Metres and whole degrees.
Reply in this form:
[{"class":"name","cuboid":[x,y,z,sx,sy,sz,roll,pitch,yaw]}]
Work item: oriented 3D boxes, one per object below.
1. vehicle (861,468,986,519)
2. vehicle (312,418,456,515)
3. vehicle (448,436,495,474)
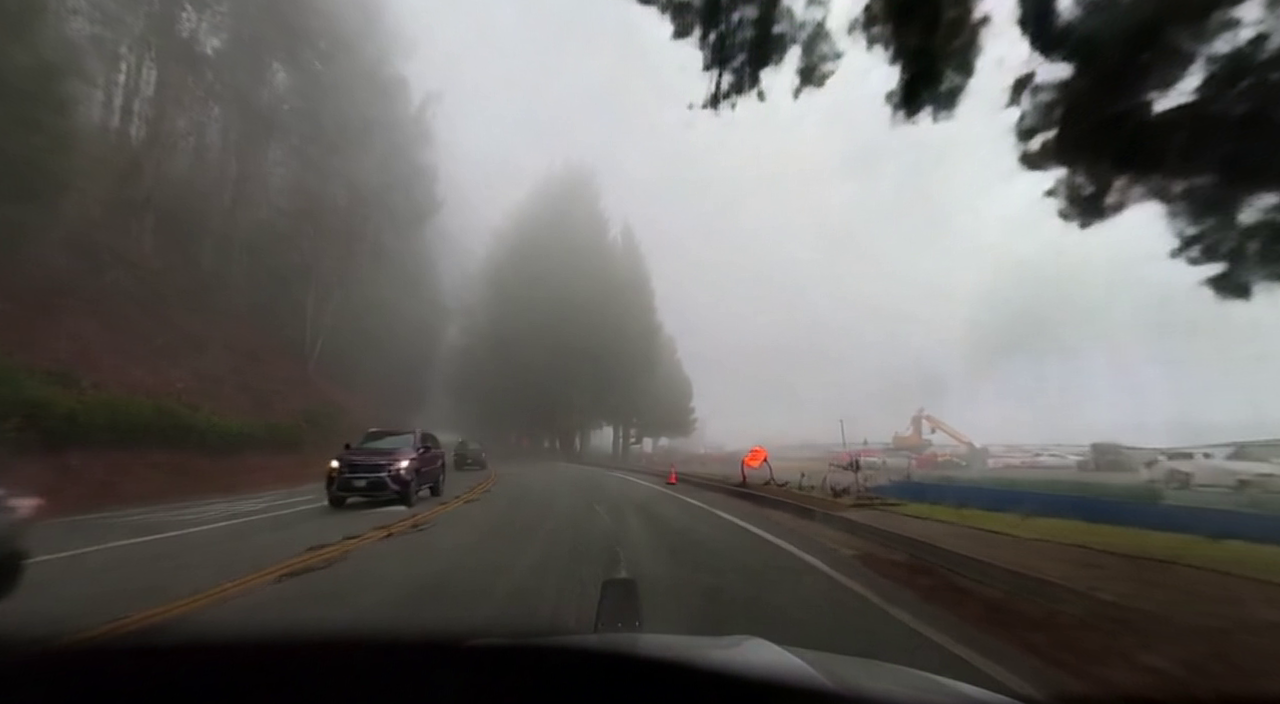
[{"class":"vehicle","cuboid":[11.901,5.894,26.573,4.549,1.745,1.960,2,-5,-16]},{"class":"vehicle","cuboid":[-6.510,2.945,16.771,2.260,2.162,4.555,0,-8,-6]},{"class":"vehicle","cuboid":[-9.081,5.578,34.440,2.193,1.885,4.474,1,-9,-12]}]
